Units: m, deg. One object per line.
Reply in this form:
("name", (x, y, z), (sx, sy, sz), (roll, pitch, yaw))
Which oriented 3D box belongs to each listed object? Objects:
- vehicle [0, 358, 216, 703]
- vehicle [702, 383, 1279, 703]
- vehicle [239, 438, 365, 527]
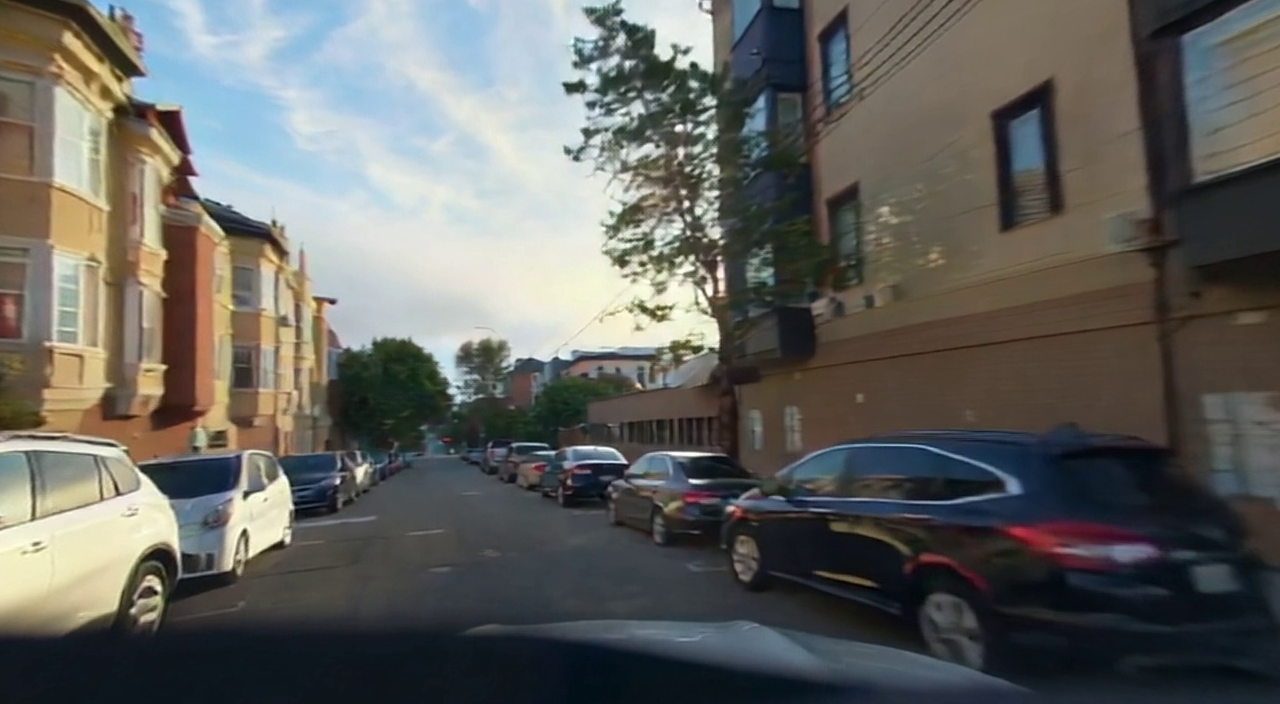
("vehicle", (-4.218, 1.049, 3.417), (2.100, 1.769, 4.544), (1, -8, -20))
("vehicle", (2.373, 1.307, 4.742), (2.025, 1.631, 4.679), (5, -9, -18))
("vehicle", (-8.381, 3.151, 16.077), (2.081, 1.679, 4.506), (0, -6, -19))
